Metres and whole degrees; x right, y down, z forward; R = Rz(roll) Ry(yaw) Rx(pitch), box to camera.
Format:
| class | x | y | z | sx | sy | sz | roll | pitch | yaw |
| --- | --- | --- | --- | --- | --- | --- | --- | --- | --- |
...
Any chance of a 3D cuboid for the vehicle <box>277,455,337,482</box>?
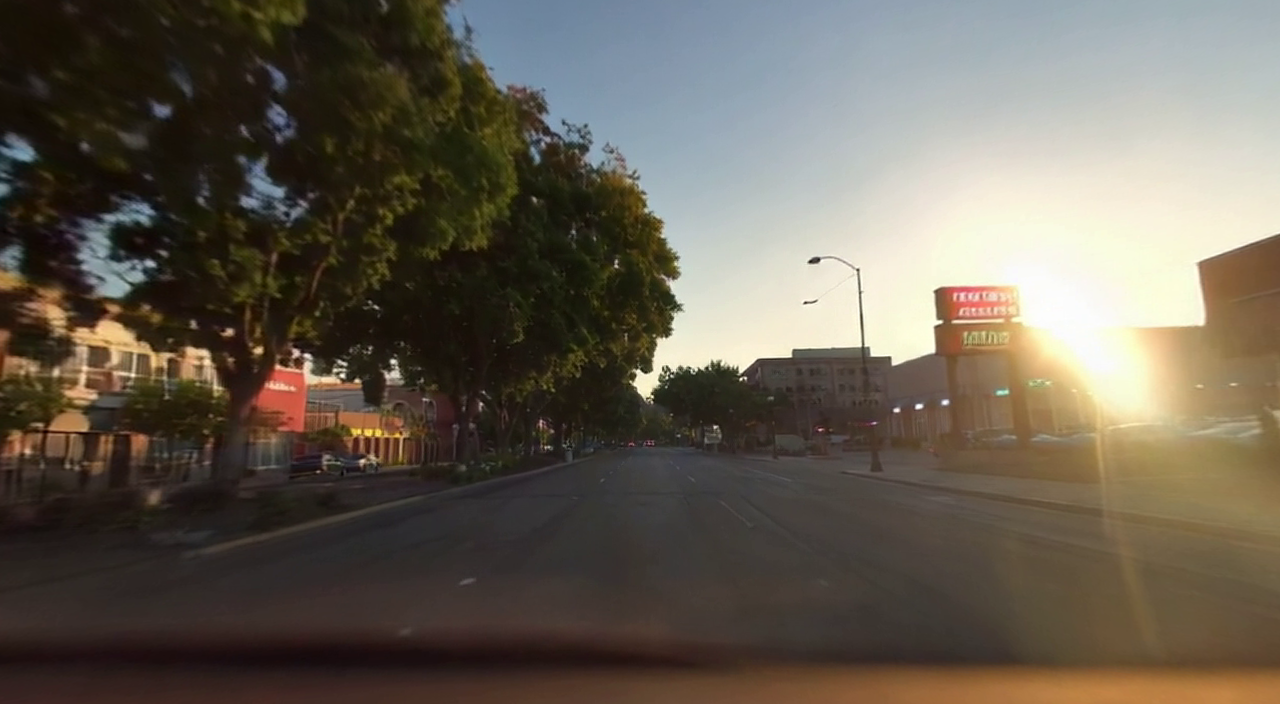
| class | x | y | z | sx | sy | sz | roll | pitch | yaw |
| --- | --- | --- | --- | --- | --- | --- | --- | --- | --- |
| vehicle | -21.996 | 7.664 | 41.760 | 1.883 | 1.546 | 3.930 | -1 | -8 | -1 |

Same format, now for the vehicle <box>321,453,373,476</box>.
| class | x | y | z | sx | sy | sz | roll | pitch | yaw |
| --- | --- | --- | --- | --- | --- | --- | --- | --- | --- |
| vehicle | -21.779 | 8.353 | 47.043 | 1.820 | 1.481 | 4.325 | -3 | -9 | 1 |
